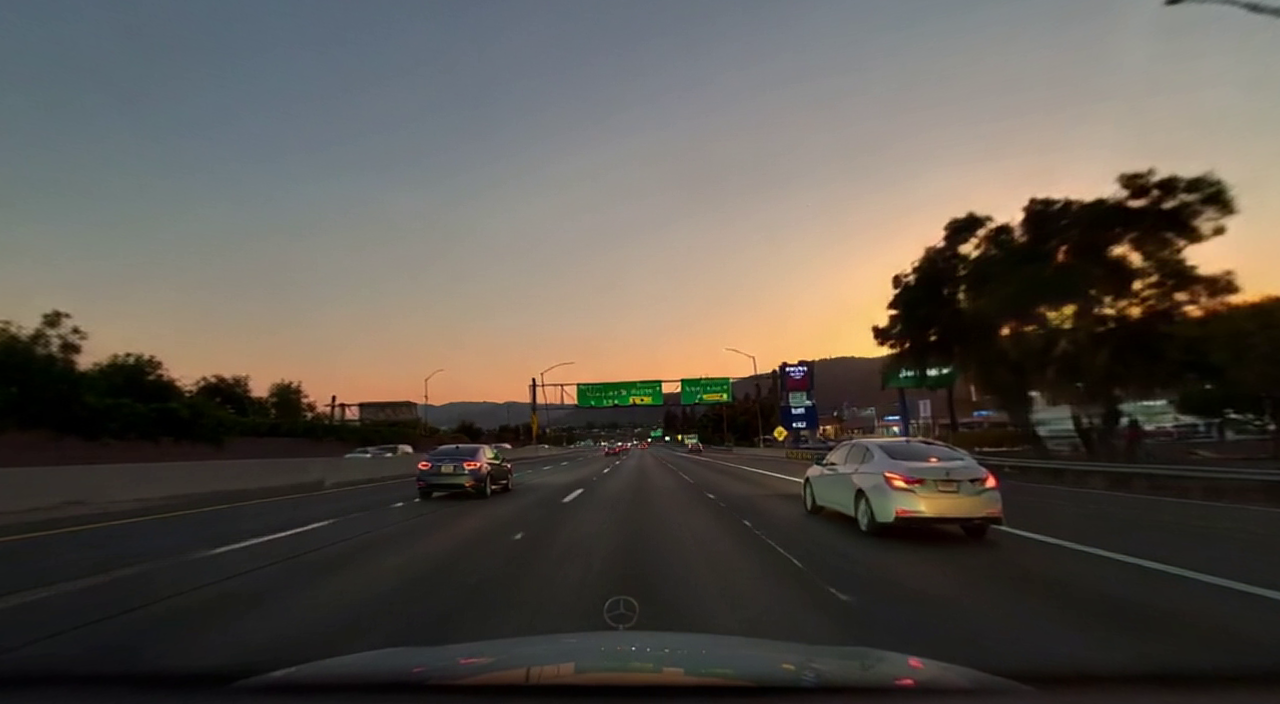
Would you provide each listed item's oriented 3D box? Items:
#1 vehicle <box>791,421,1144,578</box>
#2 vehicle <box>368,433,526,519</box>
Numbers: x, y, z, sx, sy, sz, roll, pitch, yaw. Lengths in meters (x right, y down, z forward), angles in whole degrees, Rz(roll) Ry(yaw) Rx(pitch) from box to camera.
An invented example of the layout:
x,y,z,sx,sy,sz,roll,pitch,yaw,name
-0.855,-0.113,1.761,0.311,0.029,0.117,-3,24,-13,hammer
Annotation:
x,y,z,sx,sy,sz,roll,pitch,yaw,name
3.788,1.799,8.659,2.164,1.507,4.914,0,-8,-1,vehicle
-3.802,2.503,13.320,1.939,1.508,4.272,0,-8,1,vehicle
